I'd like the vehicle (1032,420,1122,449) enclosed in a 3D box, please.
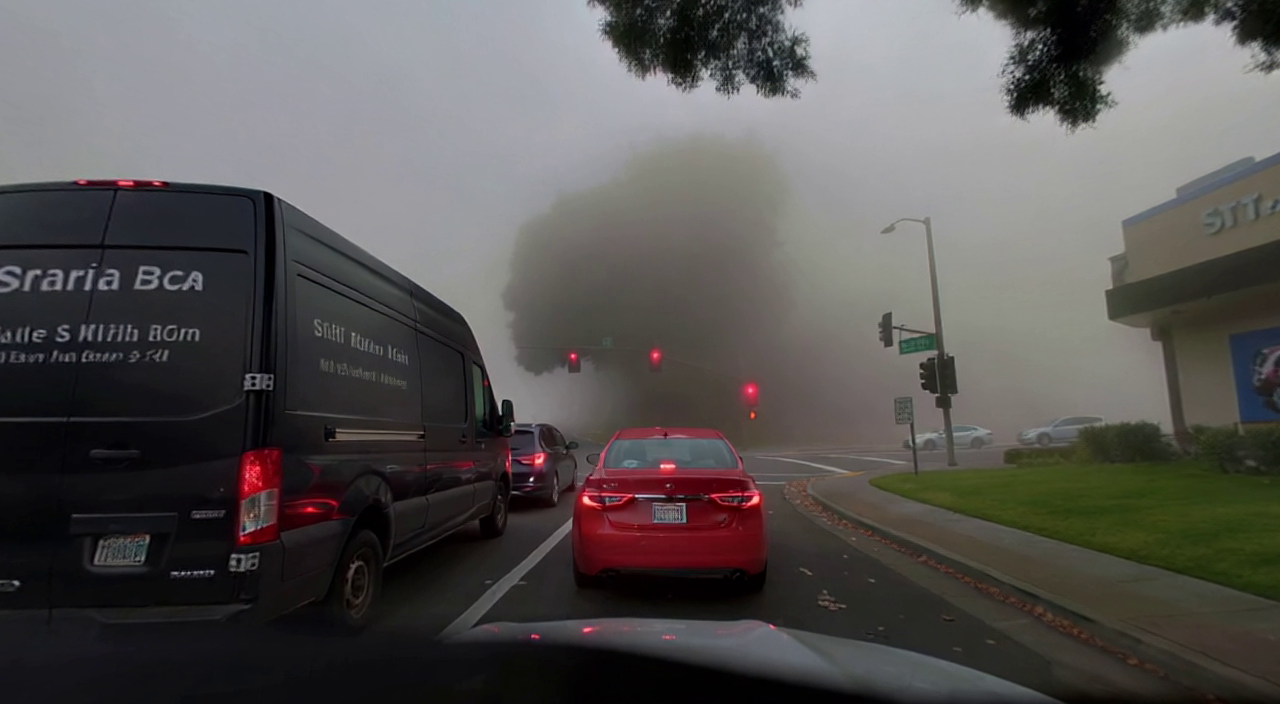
[{"bbox_3d":[32.025,6.056,46.182,5.084,2.041,2.360,2,-9,-9],"label":"vehicle"}]

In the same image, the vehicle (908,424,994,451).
[{"bbox_3d":[21.955,6.067,44.511,5.021,1.848,2.210,1,-9,-9],"label":"vehicle"}]

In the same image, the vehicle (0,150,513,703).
[{"bbox_3d":[-3.099,0.881,5.845,2.555,3.035,5.702,0,-8,0],"label":"vehicle"}]

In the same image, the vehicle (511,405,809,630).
[{"bbox_3d":[0.304,1.642,7.287,2.398,1.773,4.254,-1,-8,4],"label":"vehicle"}]
